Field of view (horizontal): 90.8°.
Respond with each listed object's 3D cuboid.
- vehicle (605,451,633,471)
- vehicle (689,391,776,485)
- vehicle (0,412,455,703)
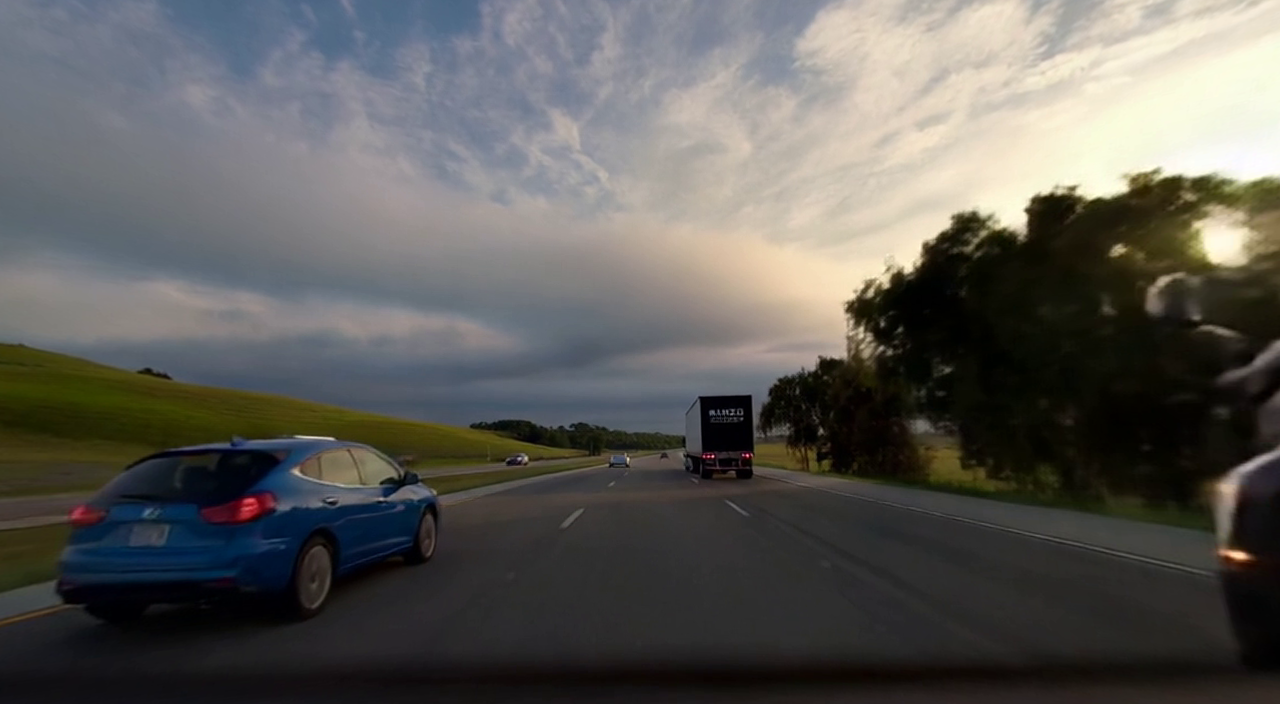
[{"bbox_3d":[-1.591,8.551,49.798,1.935,1.470,4.063,0,-9,2],"label":"vehicle"},{"bbox_3d":[4.504,4.767,34.246,2.832,4.034,13.924,0,-9,1],"label":"vehicle"},{"bbox_3d":[-3.293,1.427,5.554,1.945,1.537,4.294,0,-9,1],"label":"vehicle"}]
